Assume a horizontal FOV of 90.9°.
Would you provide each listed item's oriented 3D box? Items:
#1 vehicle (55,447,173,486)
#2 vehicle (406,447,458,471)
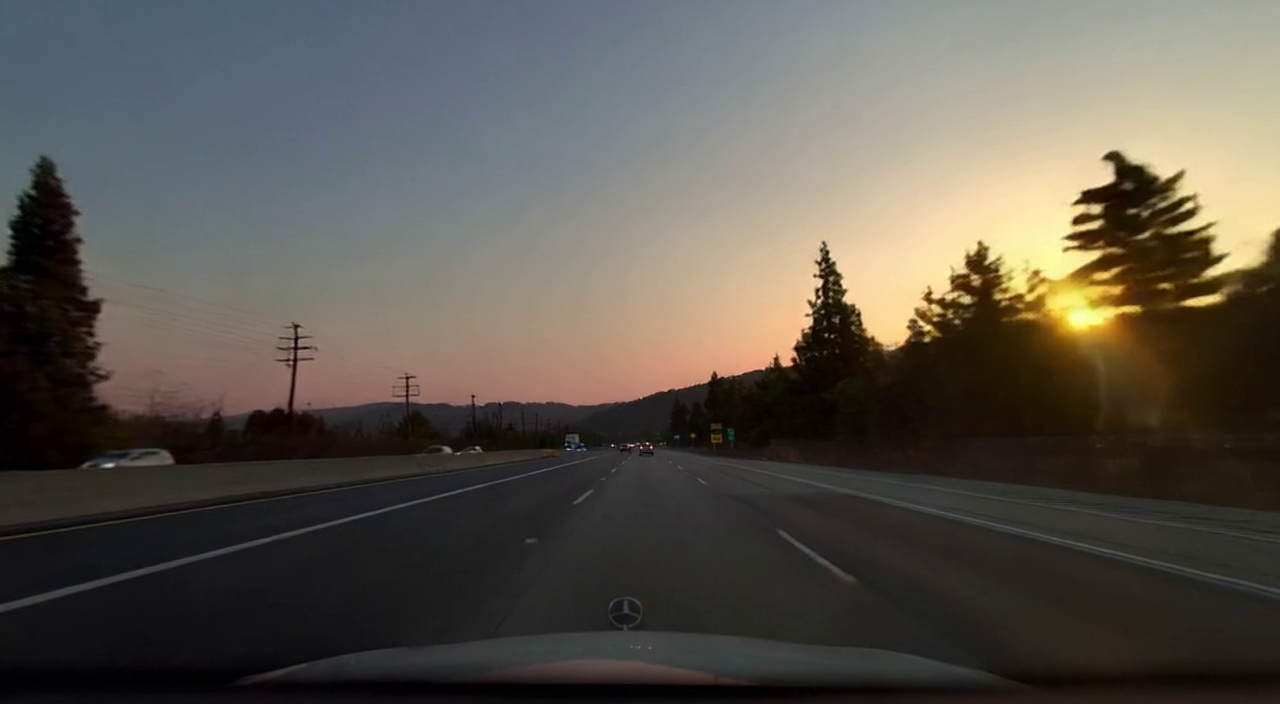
[{"bbox_3d":[-27.906,6.052,33.702,2.048,1.845,4.924,-2,-8,0],"label":"vehicle"},{"bbox_3d":[-13.374,6.869,40.800,1.925,1.449,4.179,0,-8,1],"label":"vehicle"}]
